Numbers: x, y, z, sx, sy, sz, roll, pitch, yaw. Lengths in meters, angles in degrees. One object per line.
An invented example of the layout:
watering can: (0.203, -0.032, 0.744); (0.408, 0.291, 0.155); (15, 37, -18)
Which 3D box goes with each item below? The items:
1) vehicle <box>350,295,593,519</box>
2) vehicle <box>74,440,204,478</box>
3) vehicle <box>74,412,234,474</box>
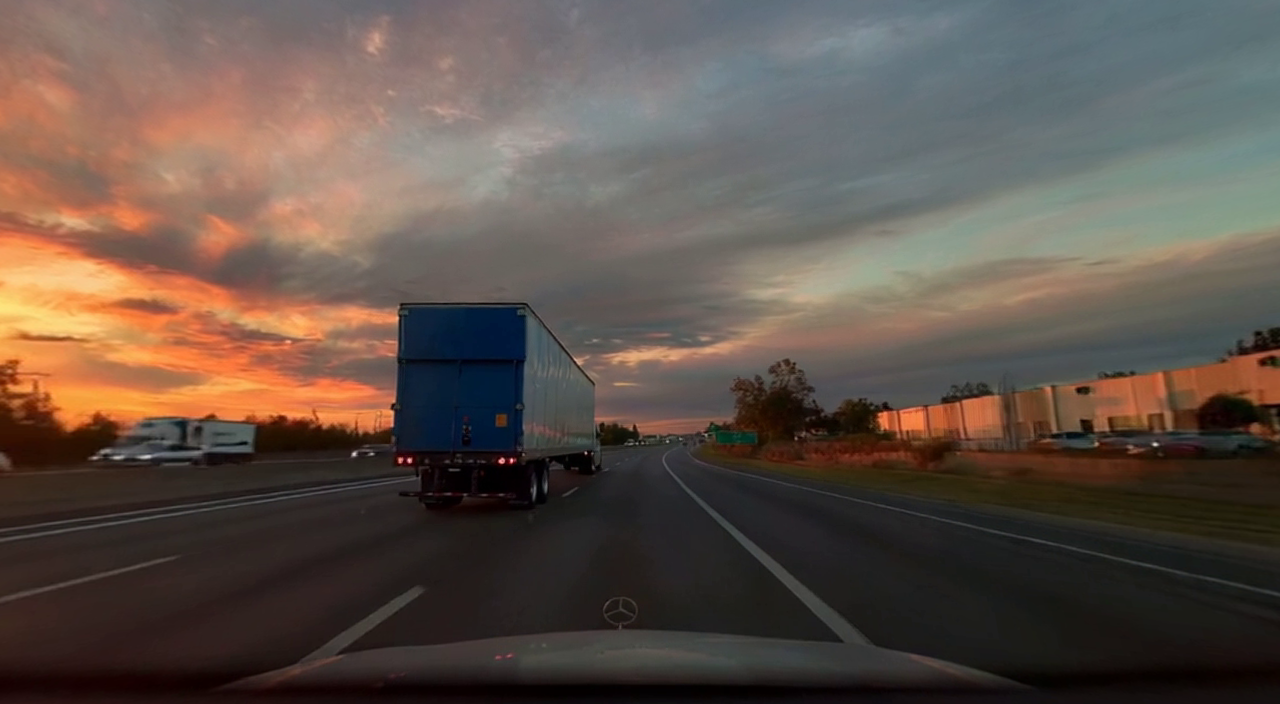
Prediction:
vehicle: (-3.669, 2.172, 19.765); (2.939, 4.132, 16.303); (0, -8, 1)
vehicle: (-27.871, 5.948, 35.497); (2.226, 1.913, 6.054); (0, -9, 1)
vehicle: (-31.755, 6.057, 42.027); (2.917, 3.651, 9.445); (0, -9, 1)
